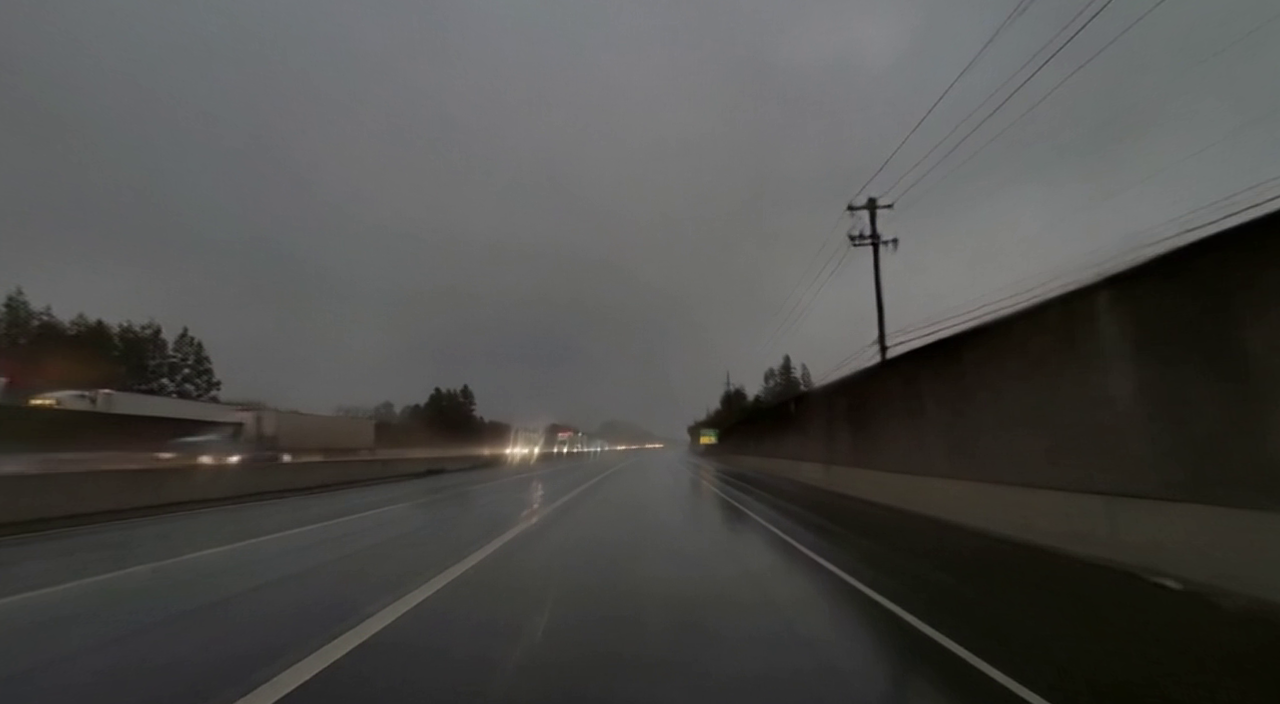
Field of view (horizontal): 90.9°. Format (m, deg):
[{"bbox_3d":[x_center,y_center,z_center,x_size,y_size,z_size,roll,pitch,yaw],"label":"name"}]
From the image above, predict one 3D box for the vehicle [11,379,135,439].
[{"bbox_3d":[-41.978,4.367,46.974,2.956,4.052,6.119,-1,-9,6],"label":"vehicle"}]
